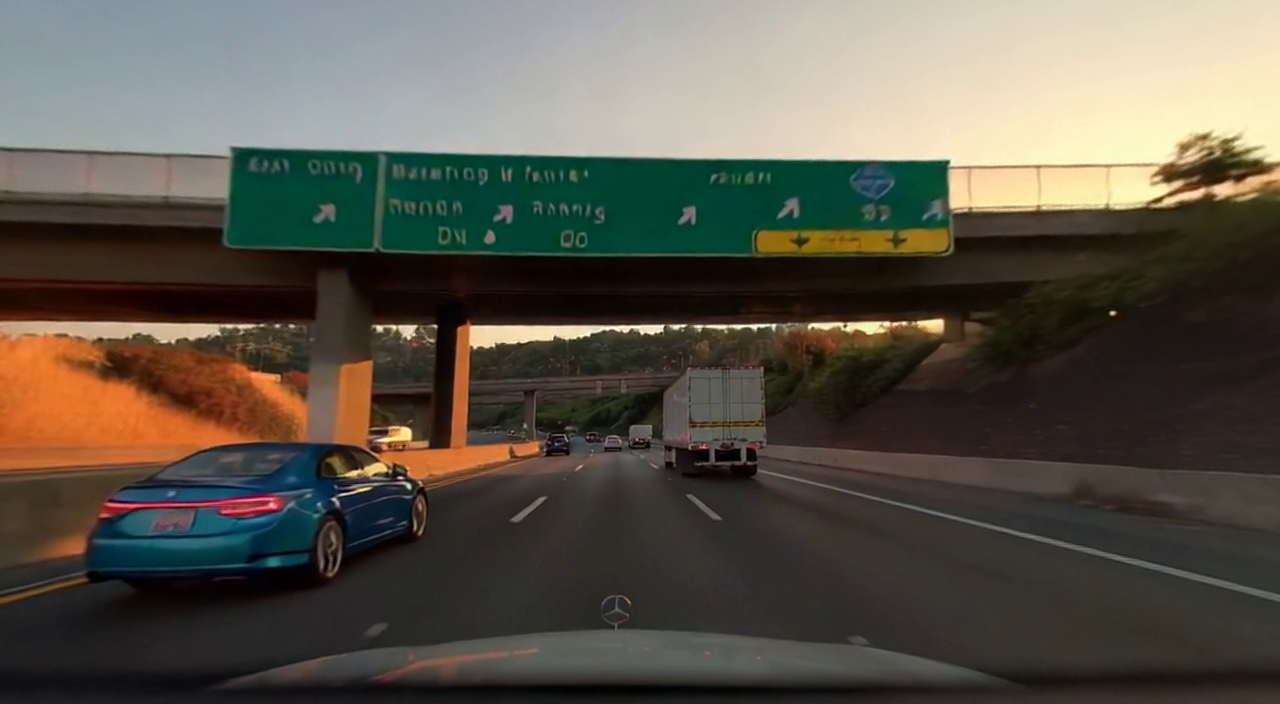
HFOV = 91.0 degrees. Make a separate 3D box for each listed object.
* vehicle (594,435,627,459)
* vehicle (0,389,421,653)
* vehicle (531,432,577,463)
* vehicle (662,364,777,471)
[{"bbox_3d":[-2.012,6.401,42.473,2.125,1.542,3.816,0,-8,-4],"label":"vehicle"},{"bbox_3d":[-4.042,1.382,6.245,2.213,1.650,4.403,0,-8,-1],"label":"vehicle"},{"bbox_3d":[-5.226,5.861,38.834,2.377,1.747,4.703,0,-8,-3],"label":"vehicle"},{"bbox_3d":[3.249,3.450,30.796,3.301,4.034,13.722,0,-8,-2],"label":"vehicle"}]
